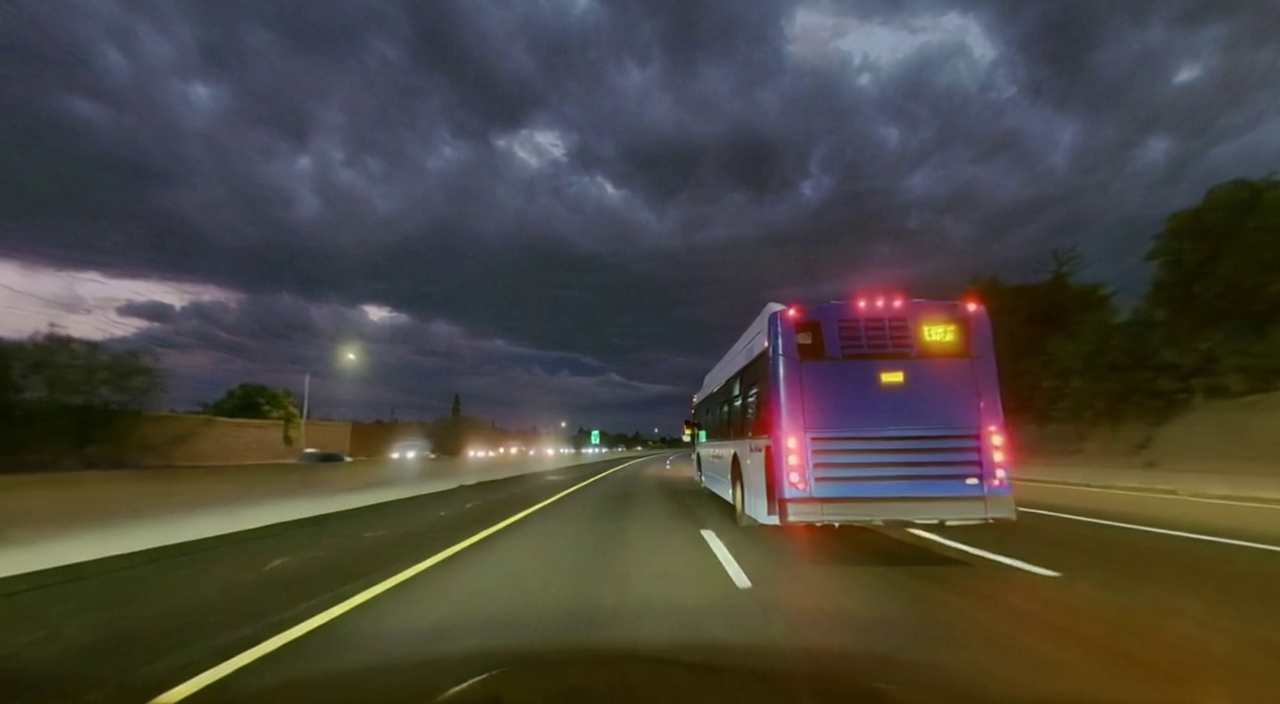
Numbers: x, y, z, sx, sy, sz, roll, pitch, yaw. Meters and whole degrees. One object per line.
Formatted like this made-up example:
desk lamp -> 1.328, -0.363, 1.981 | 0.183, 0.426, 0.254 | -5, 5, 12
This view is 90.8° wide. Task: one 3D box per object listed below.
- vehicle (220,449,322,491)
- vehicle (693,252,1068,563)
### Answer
vehicle -> -14.775, 4.710, 25.574 | 1.733, 1.512, 3.902 | 0, -8, 0
vehicle -> 3.310, 1.662, 14.539 | 3.144, 3.580, 14.591 | 0, -8, 1
